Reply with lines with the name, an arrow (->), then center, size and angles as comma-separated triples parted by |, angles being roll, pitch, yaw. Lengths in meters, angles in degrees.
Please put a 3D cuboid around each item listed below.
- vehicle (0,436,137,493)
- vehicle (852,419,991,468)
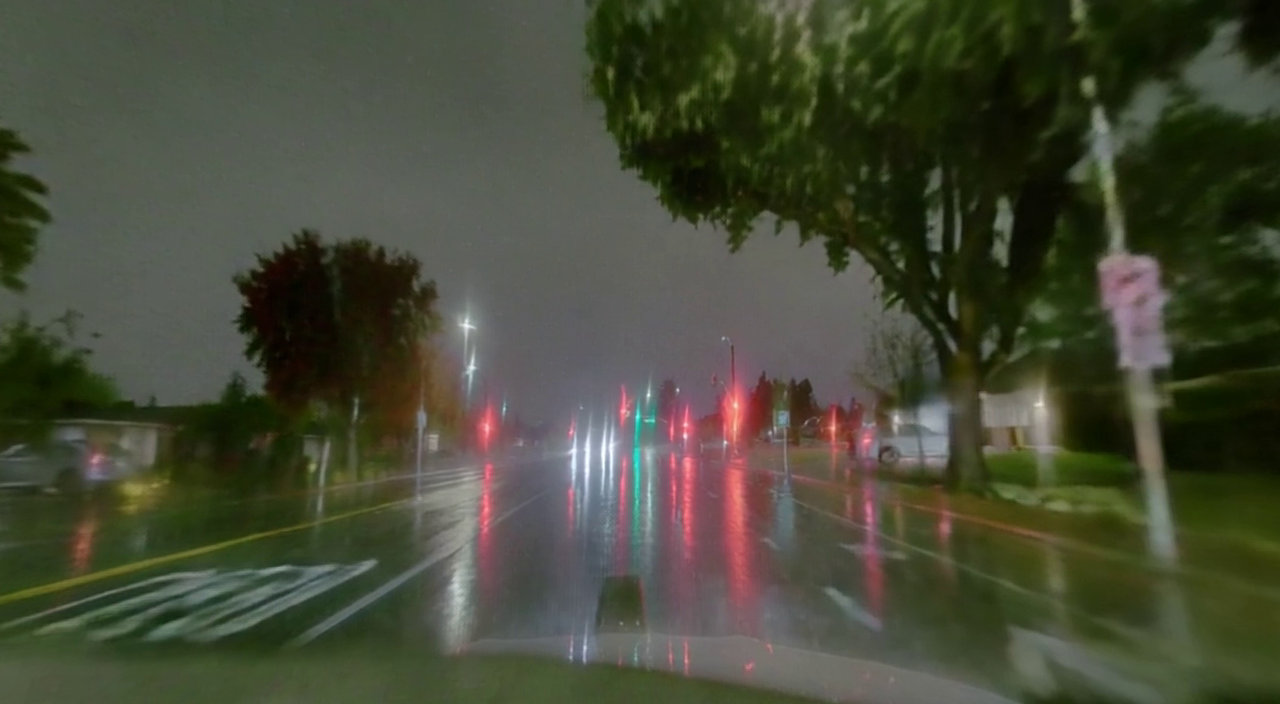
vehicle -> -18.826, 3.536, 19.992 | 4.115, 1.699, 1.848 | 0, -8, -1
vehicle -> 10.752, 3.530, 24.402 | 4.423, 1.779, 1.883 | 0, -8, 0
